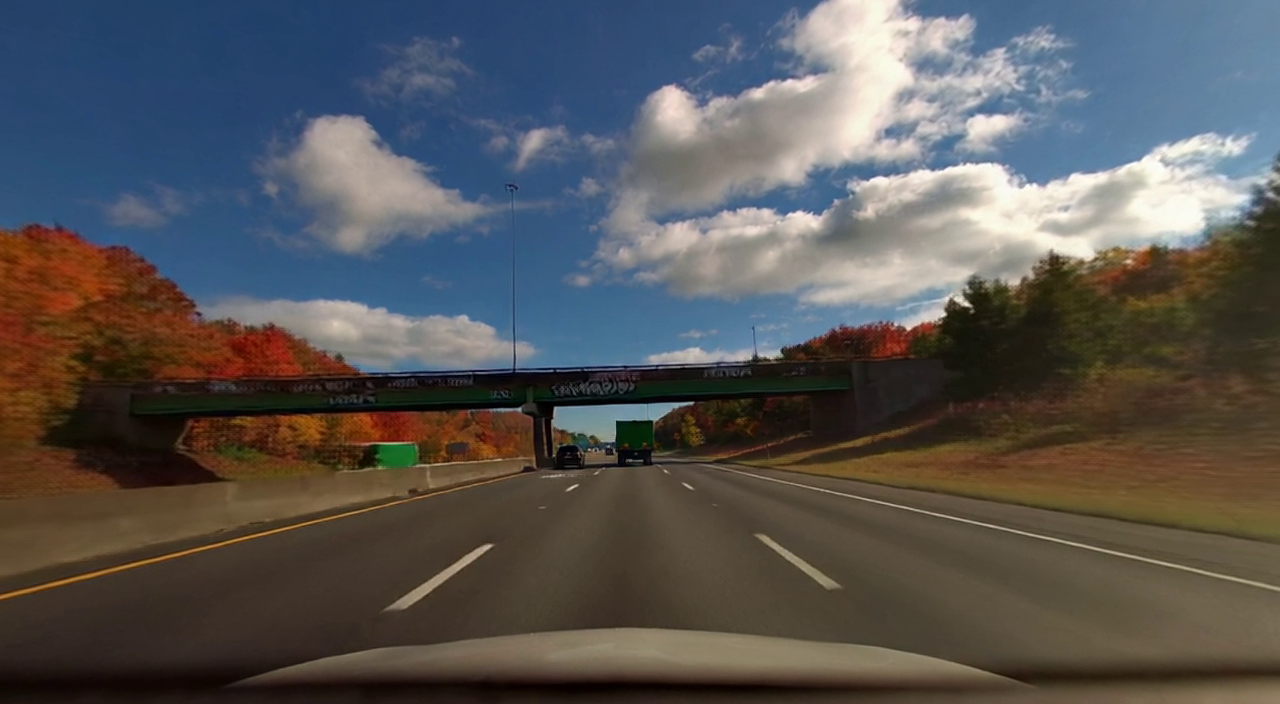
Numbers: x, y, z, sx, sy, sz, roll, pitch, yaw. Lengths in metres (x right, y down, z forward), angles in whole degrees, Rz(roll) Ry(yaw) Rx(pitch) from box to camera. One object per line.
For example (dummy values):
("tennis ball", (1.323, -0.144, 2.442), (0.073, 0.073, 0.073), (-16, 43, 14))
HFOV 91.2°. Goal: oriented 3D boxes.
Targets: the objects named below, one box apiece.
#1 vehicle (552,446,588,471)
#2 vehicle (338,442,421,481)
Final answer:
("vehicle", (-4.422, 6.805, 40.203), (1.892, 1.529, 3.996), (0, -9, -1))
("vehicle", (-17.914, 7.542, 43.720), (2.564, 2.452, 7.489), (0, -9, 0))
